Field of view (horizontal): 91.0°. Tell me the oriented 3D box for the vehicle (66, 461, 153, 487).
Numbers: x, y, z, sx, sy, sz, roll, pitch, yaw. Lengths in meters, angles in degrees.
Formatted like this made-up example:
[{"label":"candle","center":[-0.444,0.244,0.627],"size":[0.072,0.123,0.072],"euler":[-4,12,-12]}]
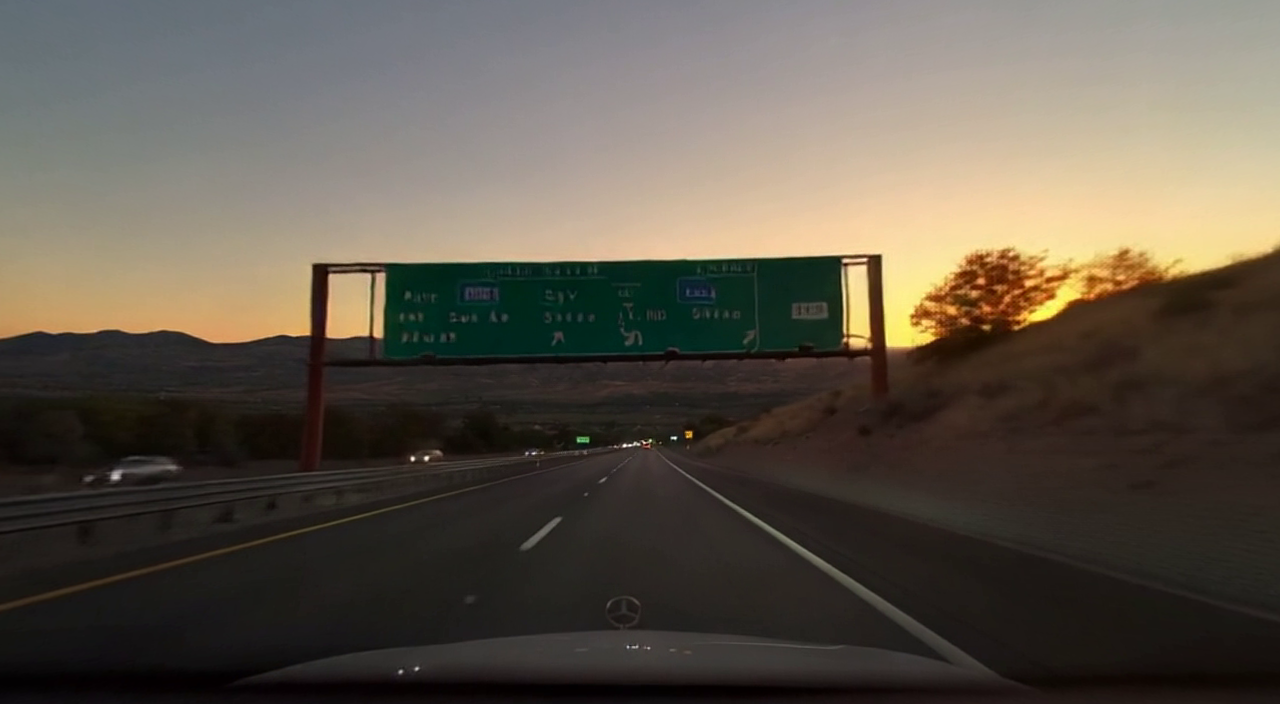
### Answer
[{"label":"vehicle","center":[-35.992,8.289,42.894],"size":[1.805,1.533,4.670],"euler":[0,-9,1]}]
